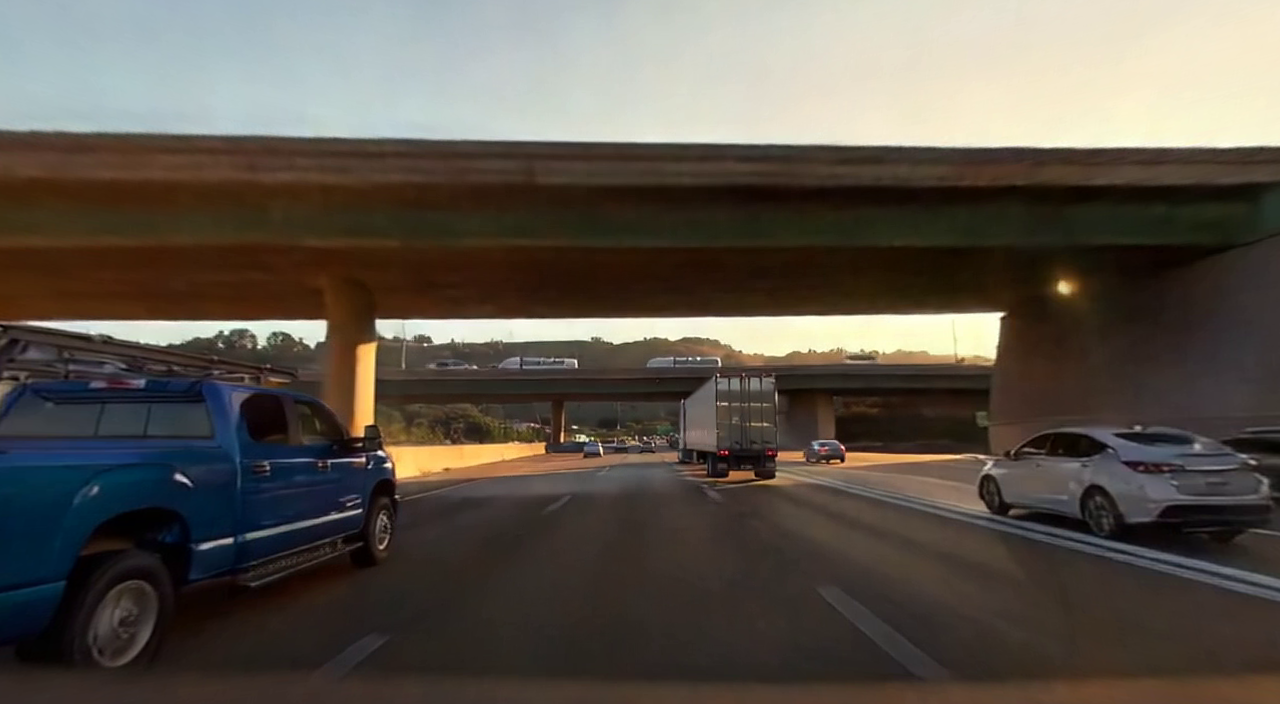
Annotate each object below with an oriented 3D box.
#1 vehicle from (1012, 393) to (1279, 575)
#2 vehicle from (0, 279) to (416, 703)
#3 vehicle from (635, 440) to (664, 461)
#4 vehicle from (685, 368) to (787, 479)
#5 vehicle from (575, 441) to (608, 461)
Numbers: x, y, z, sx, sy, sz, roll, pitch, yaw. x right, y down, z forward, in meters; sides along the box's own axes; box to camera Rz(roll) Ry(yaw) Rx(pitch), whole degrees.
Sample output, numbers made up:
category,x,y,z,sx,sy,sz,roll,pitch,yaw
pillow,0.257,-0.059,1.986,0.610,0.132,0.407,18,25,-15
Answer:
category,x,y,z,sx,sy,sz,roll,pitch,yaw
vehicle,7.050,1.526,7.844,1.999,1.700,4.640,0,-8,0
vehicle,-3.975,0.974,4.244,2.599,2.054,6.288,0,-8,0
vehicle,0.654,7.369,47.306,2.092,1.446,4.092,0,-8,0
vehicle,3.967,3.557,29.595,2.885,4.036,12.891,0,-8,0
vehicle,-3.517,7.264,46.385,2.077,1.446,4.106,0,-8,0
